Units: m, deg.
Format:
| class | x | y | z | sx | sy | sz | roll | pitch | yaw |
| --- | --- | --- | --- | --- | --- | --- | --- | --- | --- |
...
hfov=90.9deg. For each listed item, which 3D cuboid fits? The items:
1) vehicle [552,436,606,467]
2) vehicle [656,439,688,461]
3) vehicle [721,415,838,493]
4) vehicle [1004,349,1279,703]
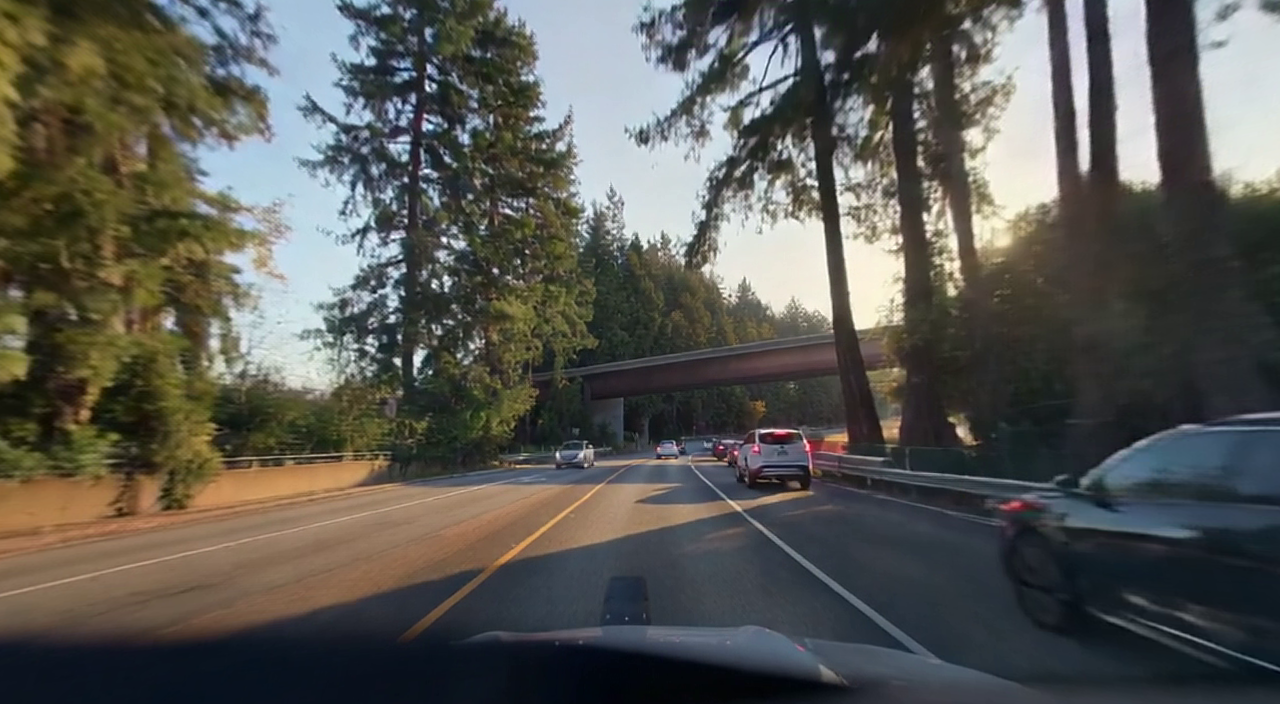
| class | x | y | z | sx | sy | sz | roll | pitch | yaw |
| --- | --- | --- | --- | --- | --- | --- | --- | --- | --- |
| vehicle | -3.179 | 5.297 | 33.679 | 2.009 | 1.527 | 4.119 | -1 | -8 | 6 |
| vehicle | 2.344 | 7.090 | 45.697 | 2.078 | 1.506 | 4.058 | -1 | -8 | 6 |
| vehicle | 3.830 | 2.920 | 18.343 | 2.273 | 1.944 | 4.866 | 0 | -8 | 0 |
| vehicle | 3.741 | 0.836 | 2.632 | 1.938 | 1.710 | 4.249 | 0 | -8 | 1 |
